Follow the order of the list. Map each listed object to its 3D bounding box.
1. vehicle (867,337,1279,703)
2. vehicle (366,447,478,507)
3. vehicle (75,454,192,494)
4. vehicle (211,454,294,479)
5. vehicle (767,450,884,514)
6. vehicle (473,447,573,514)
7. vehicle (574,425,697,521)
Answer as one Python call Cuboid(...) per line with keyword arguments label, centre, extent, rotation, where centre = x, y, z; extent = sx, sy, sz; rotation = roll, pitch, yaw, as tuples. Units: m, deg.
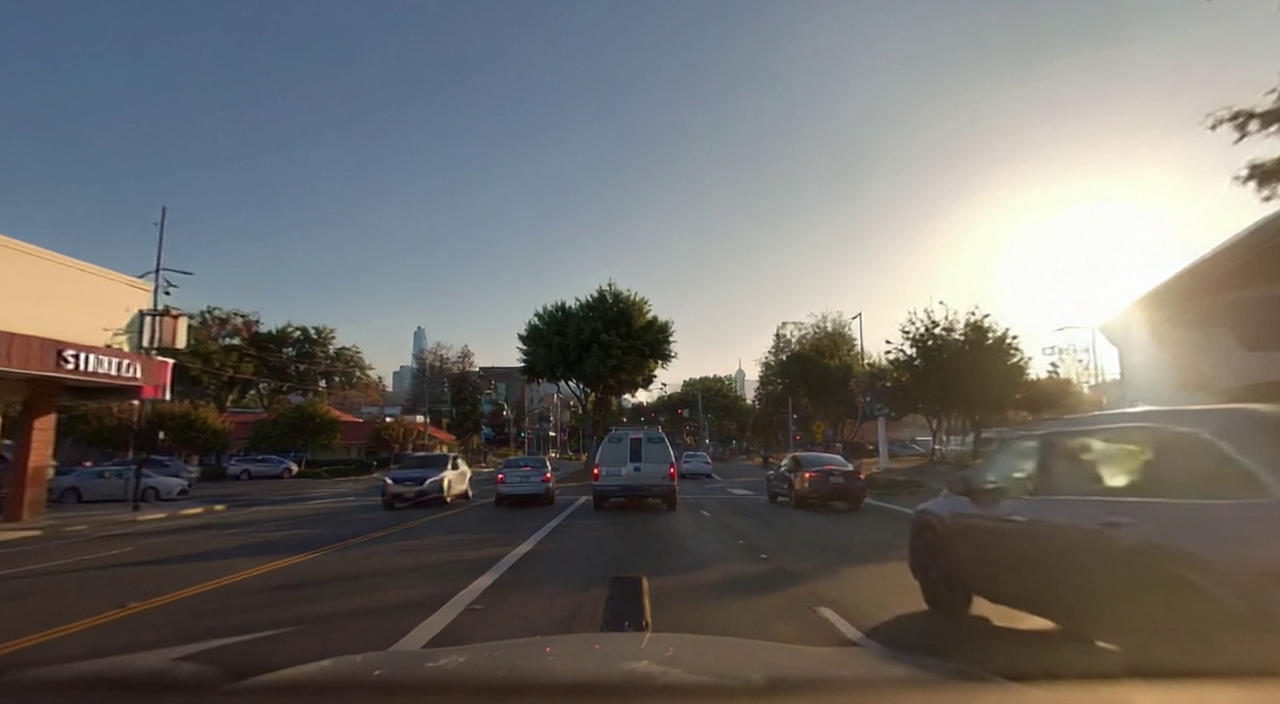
Cuboid(label="vehicle", centre=(3.343, 1.072, 3.695), extent=(2.276, 1.787, 4.630), rotation=(0, -8, 0))
Cuboid(label="vehicle", centre=(-6.986, 4.020, 20.812), extent=(2.121, 1.746, 4.402), rotation=(0, -8, 0))
Cuboid(label="vehicle", centre=(-26.312, 6.291, 33.046), extent=(2.123, 1.820, 5.136), rotation=(0, -8, -4))
Cuboid(label="vehicle", centre=(-27.362, 8.092, 44.596), extent=(4.458, 1.608, 2.051), rotation=(0, -8, 2))
Cuboid(label="vehicle", centre=(5.206, 3.683, 18.493), extent=(1.994, 1.545, 4.919), rotation=(0, -8, 1))
Cuboid(label="vehicle", centre=(-3.035, 3.414, 17.351), extent=(1.975, 1.570, 4.456), rotation=(0, -8, -1))
Cuboid(label="vehicle", centre=(-0.118, 3.013, 16.394), extent=(2.638, 2.065, 5.313), rotation=(0, -8, 0))
